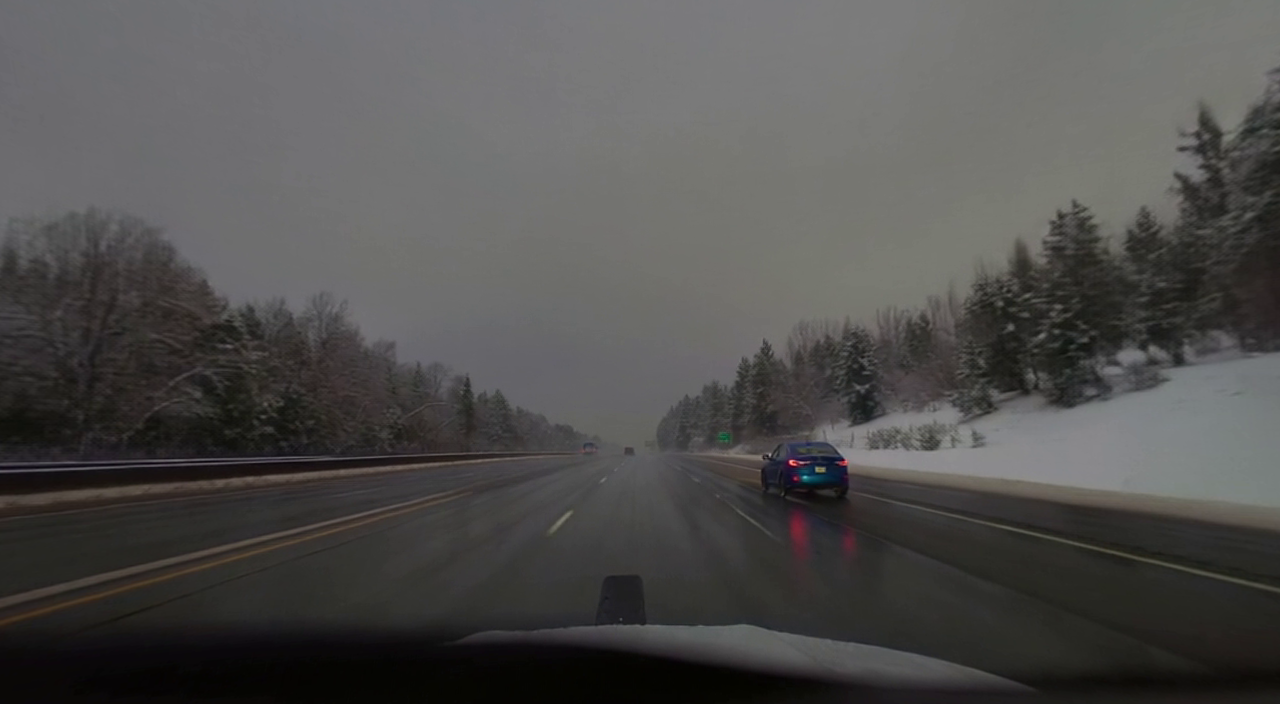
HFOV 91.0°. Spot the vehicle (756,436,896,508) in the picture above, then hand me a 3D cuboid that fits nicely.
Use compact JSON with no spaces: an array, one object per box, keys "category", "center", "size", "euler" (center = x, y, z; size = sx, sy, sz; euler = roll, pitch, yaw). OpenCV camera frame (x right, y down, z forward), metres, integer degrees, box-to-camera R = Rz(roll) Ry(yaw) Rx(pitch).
[{"category":"vehicle","center":[4.294,2.852,15.422],"size":[2.033,1.501,4.398],"euler":[0,-9,-1]}]
